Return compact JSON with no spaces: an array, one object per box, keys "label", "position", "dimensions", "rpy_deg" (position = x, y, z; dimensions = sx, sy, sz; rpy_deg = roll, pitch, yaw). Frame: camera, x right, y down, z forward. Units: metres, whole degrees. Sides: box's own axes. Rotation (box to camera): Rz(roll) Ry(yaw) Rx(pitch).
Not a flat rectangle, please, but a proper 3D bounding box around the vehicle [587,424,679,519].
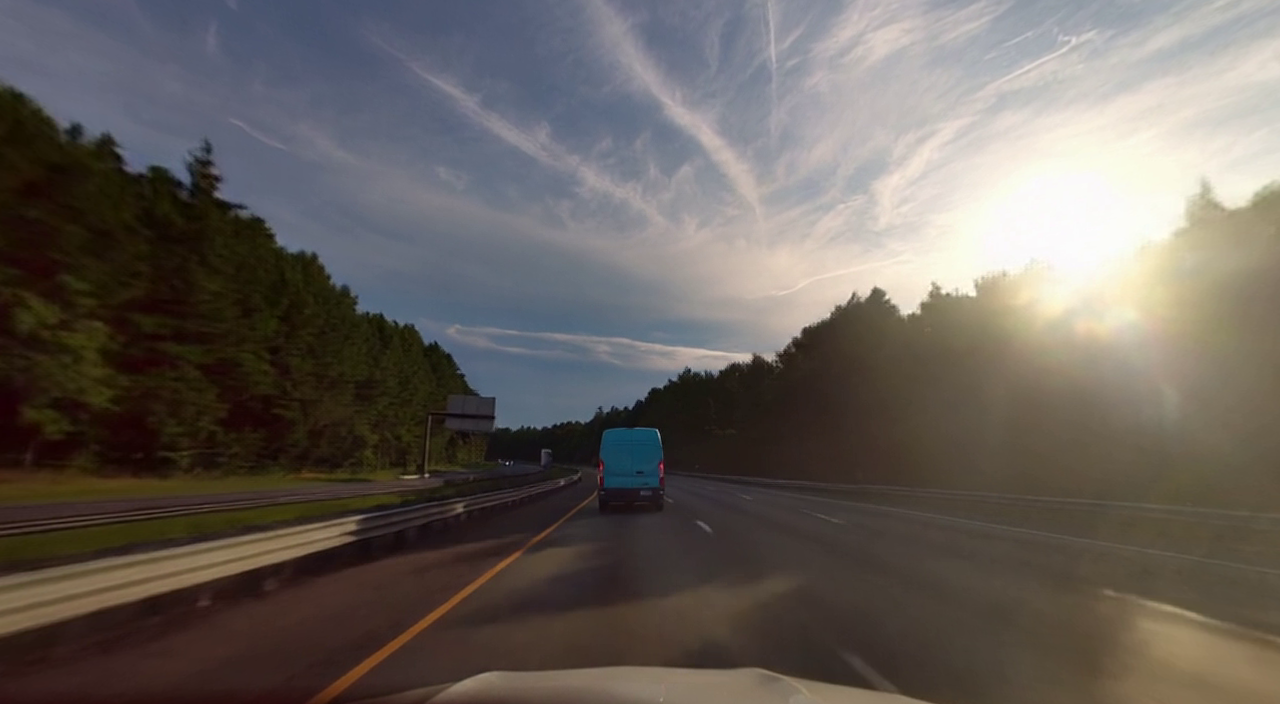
[{"label":"vehicle","position":[-0.325,3.665,19.486],"dimensions":[2.375,2.432,6.161],"rpy_deg":[1,-10,-3]}]
